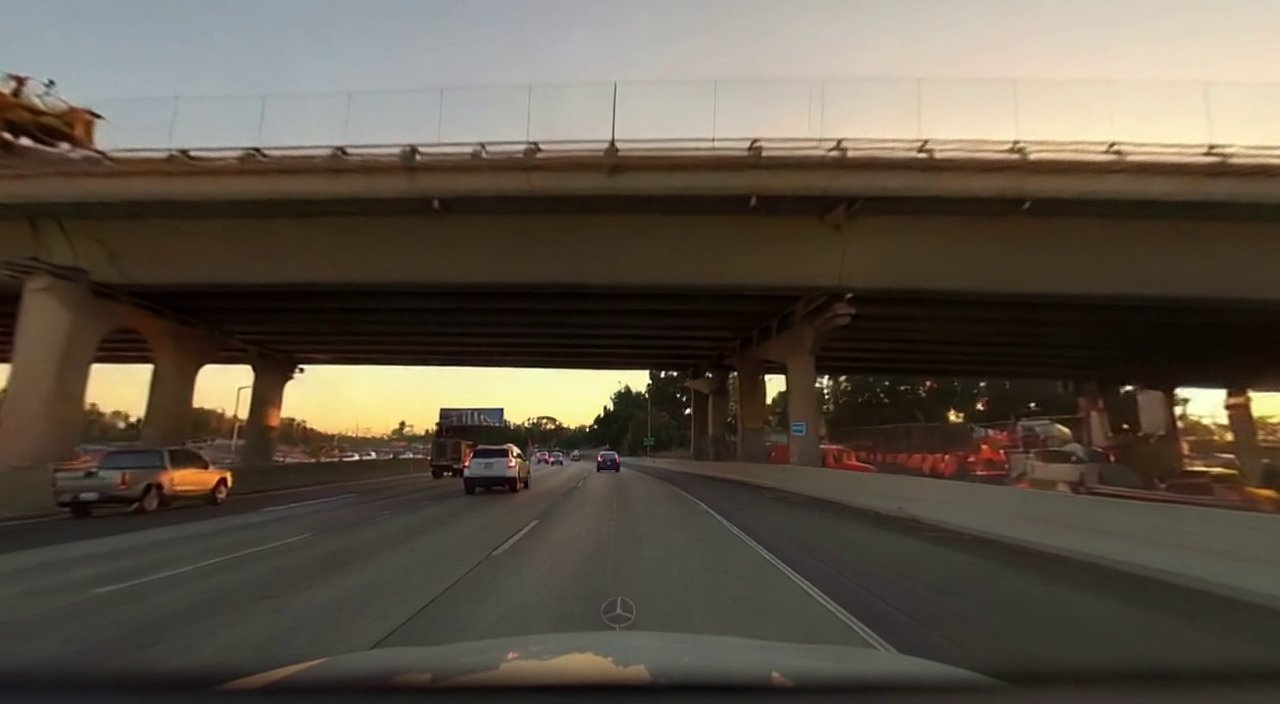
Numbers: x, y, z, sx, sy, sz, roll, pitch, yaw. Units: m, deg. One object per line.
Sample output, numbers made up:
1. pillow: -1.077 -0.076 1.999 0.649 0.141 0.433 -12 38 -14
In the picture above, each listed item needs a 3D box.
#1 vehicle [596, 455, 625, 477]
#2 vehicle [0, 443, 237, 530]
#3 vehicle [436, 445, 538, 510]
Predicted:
1. vehicle: -2.198 8.438 46.787 2.051 1.459 4.092 1 -9 -4
2. vehicle: -11.687 2.974 14.618 1.967 1.681 4.203 0 -8 -1
3. vehicle: -4.302 3.568 18.525 2.024 1.655 4.192 0 -8 -1
